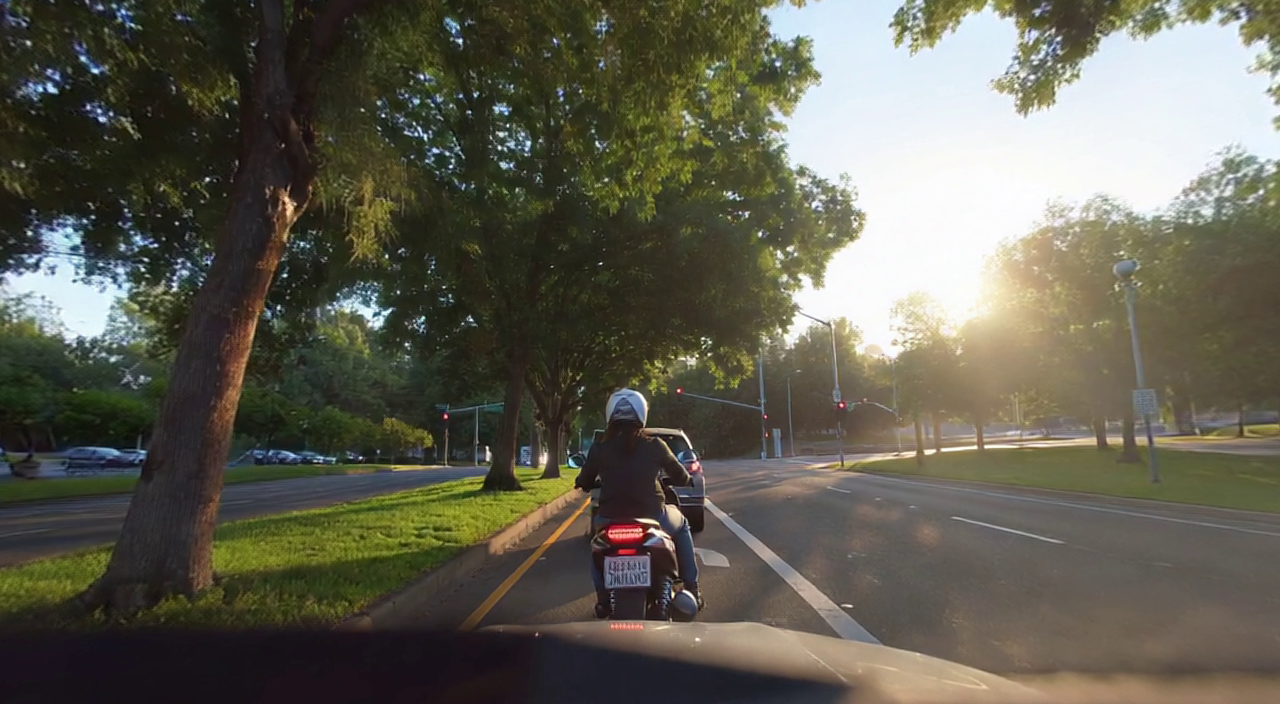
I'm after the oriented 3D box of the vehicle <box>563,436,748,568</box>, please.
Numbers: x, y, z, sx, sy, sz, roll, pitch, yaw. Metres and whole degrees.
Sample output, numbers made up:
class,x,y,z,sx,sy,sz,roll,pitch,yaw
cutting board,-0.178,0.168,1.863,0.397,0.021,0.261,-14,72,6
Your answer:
class,x,y,z,sx,sy,sz,roll,pitch,yaw
vehicle,0.131,2.024,9.424,2.093,1.450,4.437,0,-8,-1
